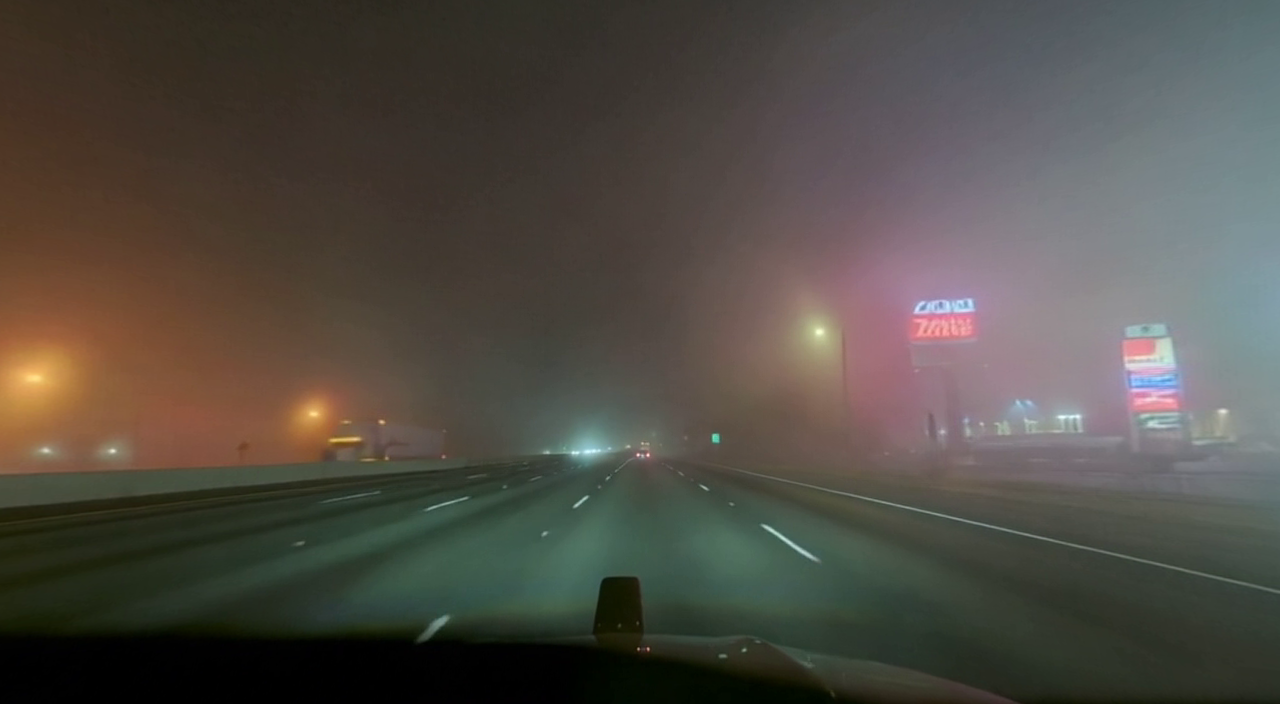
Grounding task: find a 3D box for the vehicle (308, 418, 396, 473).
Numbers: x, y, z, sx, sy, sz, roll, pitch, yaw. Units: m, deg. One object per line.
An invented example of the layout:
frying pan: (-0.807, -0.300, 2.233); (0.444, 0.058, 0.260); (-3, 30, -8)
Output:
vehicle: (-22.176, 7.314, 49.062); (3.081, 3.959, 7.500); (0, -9, 2)
